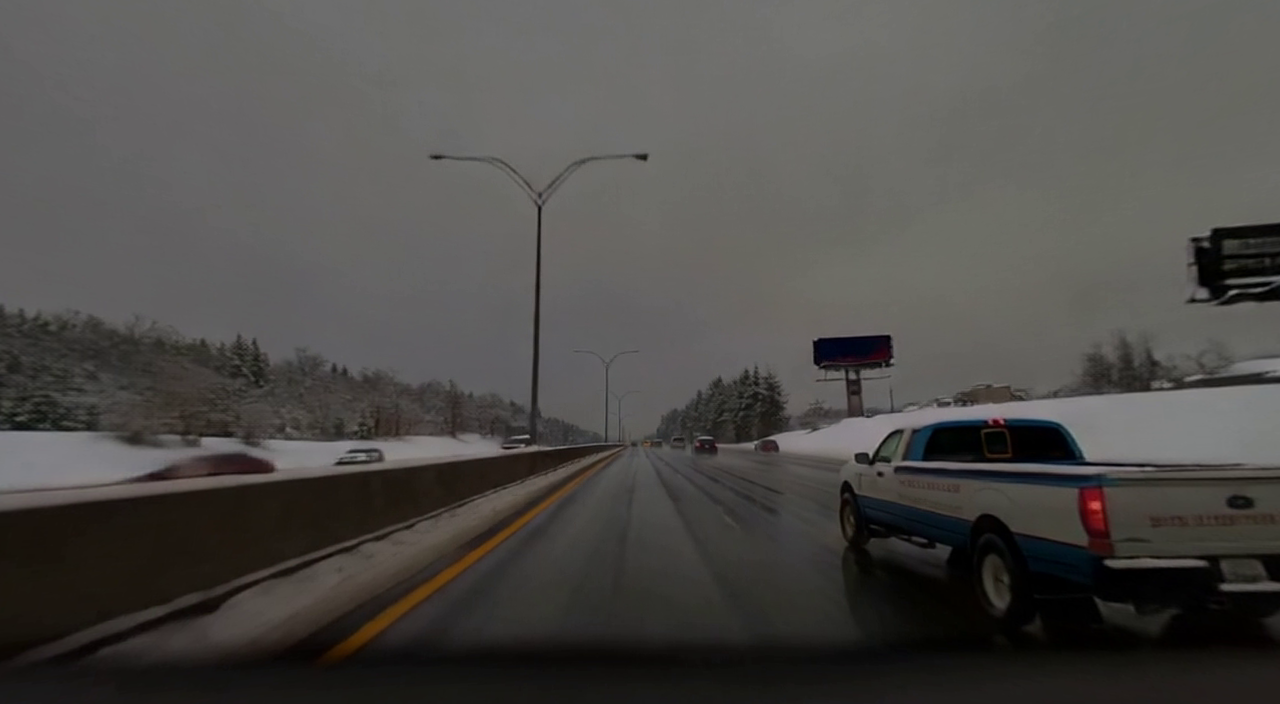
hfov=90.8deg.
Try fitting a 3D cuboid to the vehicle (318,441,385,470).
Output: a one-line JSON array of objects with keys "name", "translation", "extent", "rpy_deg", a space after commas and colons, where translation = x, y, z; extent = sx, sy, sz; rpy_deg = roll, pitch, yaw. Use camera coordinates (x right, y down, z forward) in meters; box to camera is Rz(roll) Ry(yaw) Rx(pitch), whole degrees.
[{"name": "vehicle", "translation": [-18.281, 6.578, 40.342], "extent": [1.894, 1.693, 5.000], "rpy_deg": [0, -9, 0]}]

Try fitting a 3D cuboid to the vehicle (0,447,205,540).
[{"name": "vehicle", "translation": [-10.877, 2.605, 12.314], "extent": [1.834, 1.445, 4.127], "rpy_deg": [0, -8, 0]}]

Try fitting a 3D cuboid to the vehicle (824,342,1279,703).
[{"name": "vehicle", "translation": [3.104, 1.121, 4.947], "extent": [1.973, 1.710, 4.476], "rpy_deg": [0, -8, 0]}]
